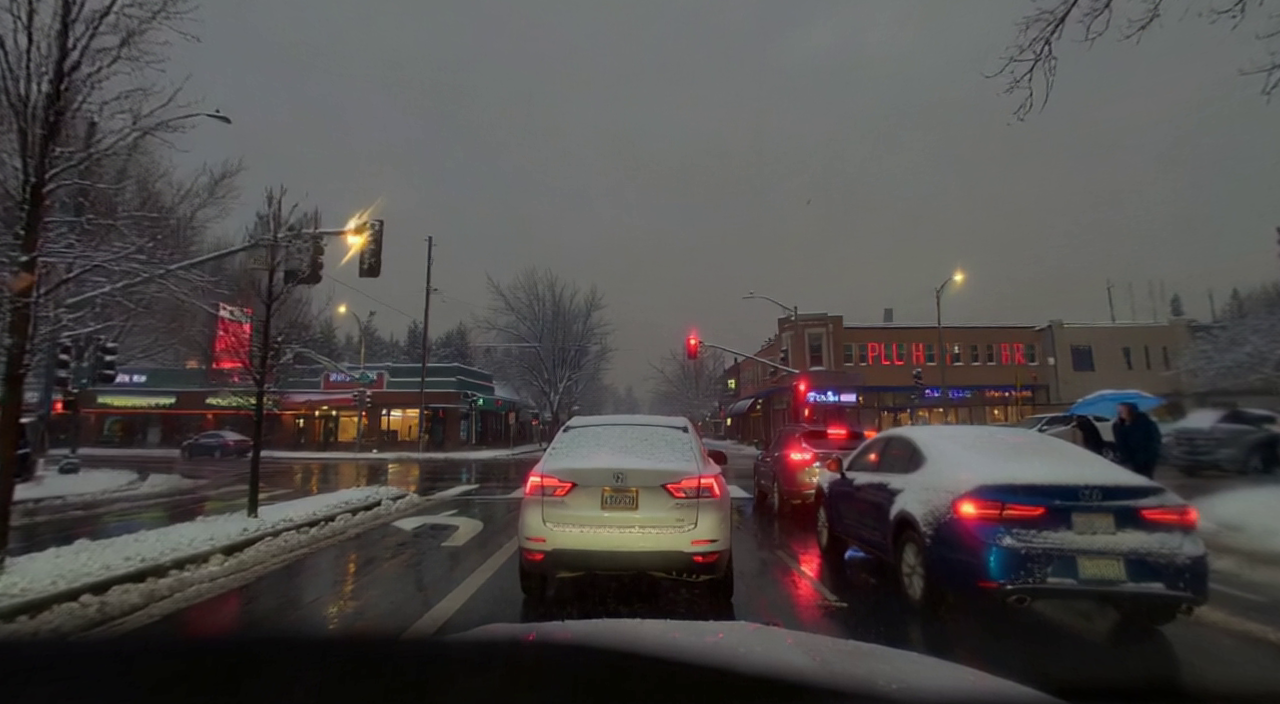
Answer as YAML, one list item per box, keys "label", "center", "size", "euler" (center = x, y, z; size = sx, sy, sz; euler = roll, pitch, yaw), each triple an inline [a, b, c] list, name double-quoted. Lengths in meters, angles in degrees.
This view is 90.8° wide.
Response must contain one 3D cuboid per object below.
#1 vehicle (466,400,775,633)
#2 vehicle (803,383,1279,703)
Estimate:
- label: "vehicle"
  center: [-0.148, 1.483, 6.777]
  size: [2.123, 1.589, 4.702]
  euler: [0, -8, 0]
- label: "vehicle"
  center: [3.034, 1.308, 5.453]
  size: [1.983, 1.654, 4.354]
  euler: [0, -8, -1]
